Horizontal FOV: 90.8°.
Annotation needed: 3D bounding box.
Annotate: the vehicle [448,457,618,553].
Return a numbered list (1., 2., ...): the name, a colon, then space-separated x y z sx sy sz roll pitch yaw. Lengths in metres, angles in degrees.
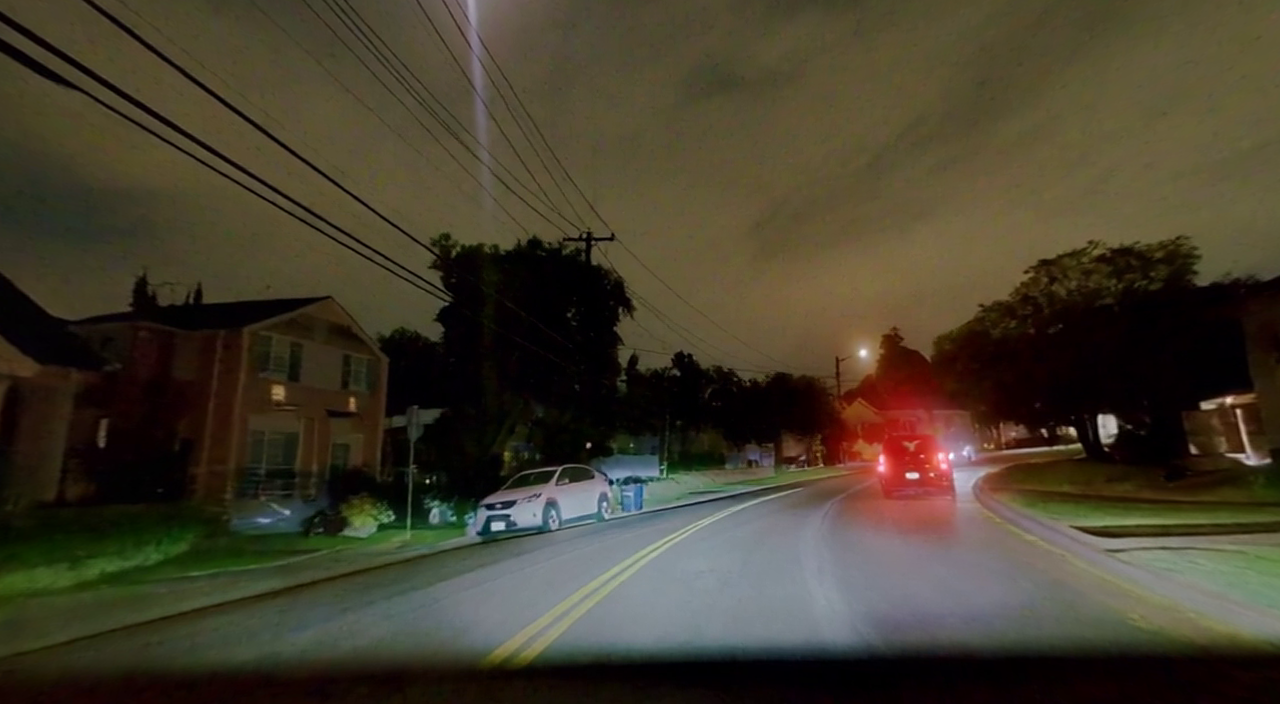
1. vehicle: -2.464 3.672 15.970 2.039 1.949 4.511 -4 -9 24

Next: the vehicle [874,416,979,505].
1. vehicle: 7.730 2.816 16.770 2.086 1.974 4.890 -5 -10 28
